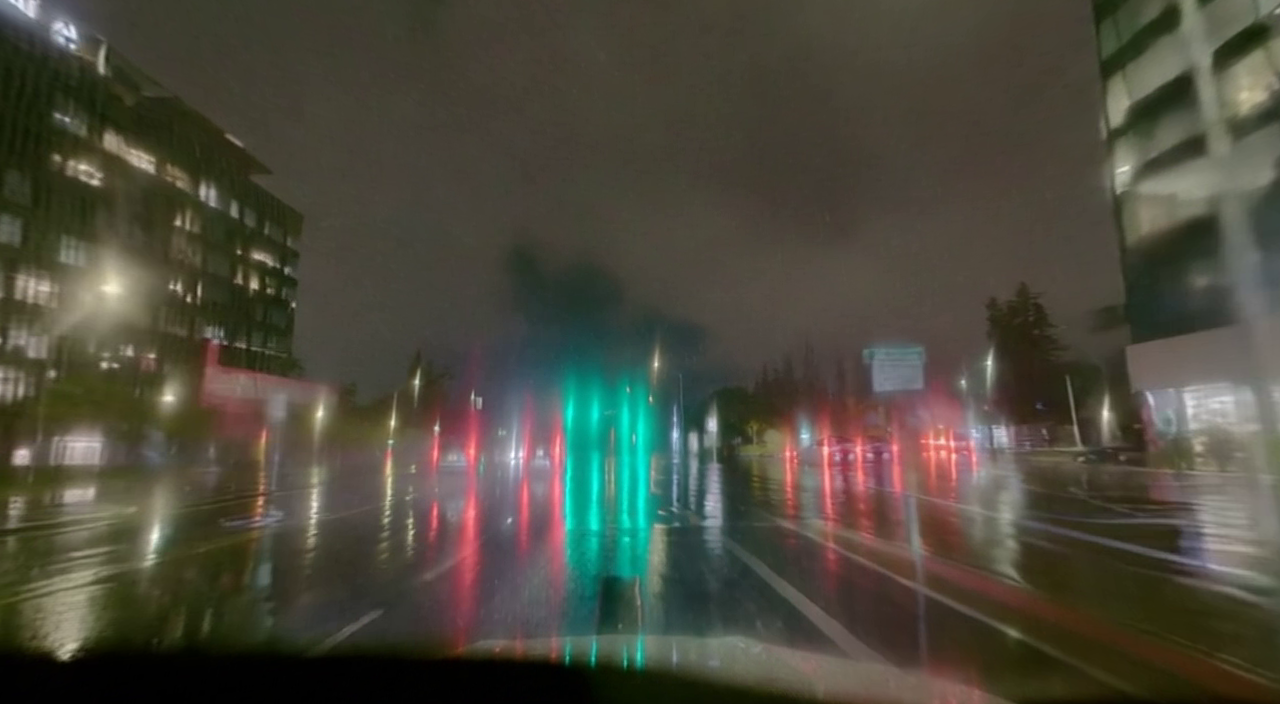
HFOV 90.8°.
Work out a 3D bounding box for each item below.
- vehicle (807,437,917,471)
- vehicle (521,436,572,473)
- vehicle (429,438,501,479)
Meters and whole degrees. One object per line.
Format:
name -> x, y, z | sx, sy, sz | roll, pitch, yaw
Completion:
vehicle -> 10.533, 4.875, 30.255 | 4.513, 1.541, 1.948 | -1, -9, 4
vehicle -> -4.653, 5.186, 32.058 | 2.052, 1.729, 4.195 | 0, -9, -1
vehicle -> -7.510, 4.608, 27.584 | 1.909, 1.605, 4.561 | 0, -9, -1
